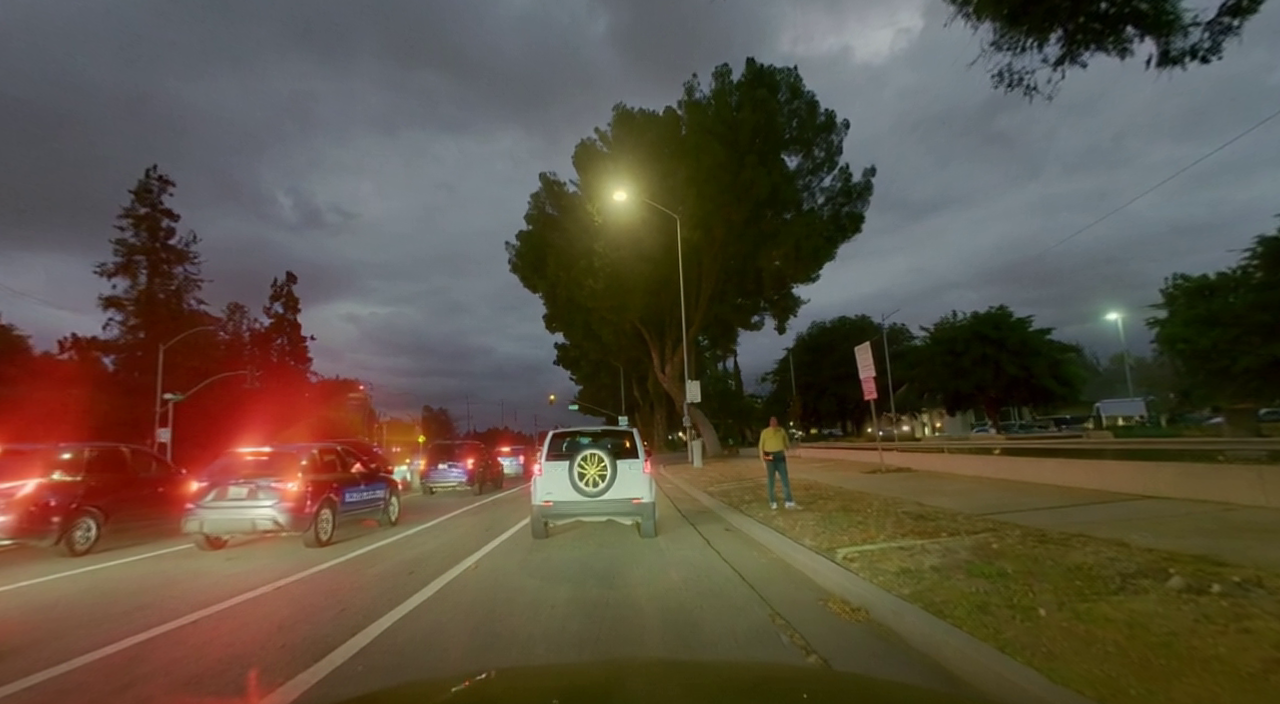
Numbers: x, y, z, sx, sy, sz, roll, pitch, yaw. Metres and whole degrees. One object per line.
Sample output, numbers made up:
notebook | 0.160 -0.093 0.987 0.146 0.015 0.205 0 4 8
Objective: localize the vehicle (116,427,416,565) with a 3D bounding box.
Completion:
vehicle | -5.404 2.109 10.067 2.010 1.674 4.484 0 -9 0

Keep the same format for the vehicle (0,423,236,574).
vehicle | -8.802 2.100 9.751 2.013 1.826 4.592 0 -9 0

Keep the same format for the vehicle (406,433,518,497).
vehicle | -5.458 3.515 20.084 2.188 1.774 4.477 0 -9 0

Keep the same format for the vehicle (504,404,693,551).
vehicle | -0.578 1.893 10.145 2.368 1.829 4.293 0 -9 -2
